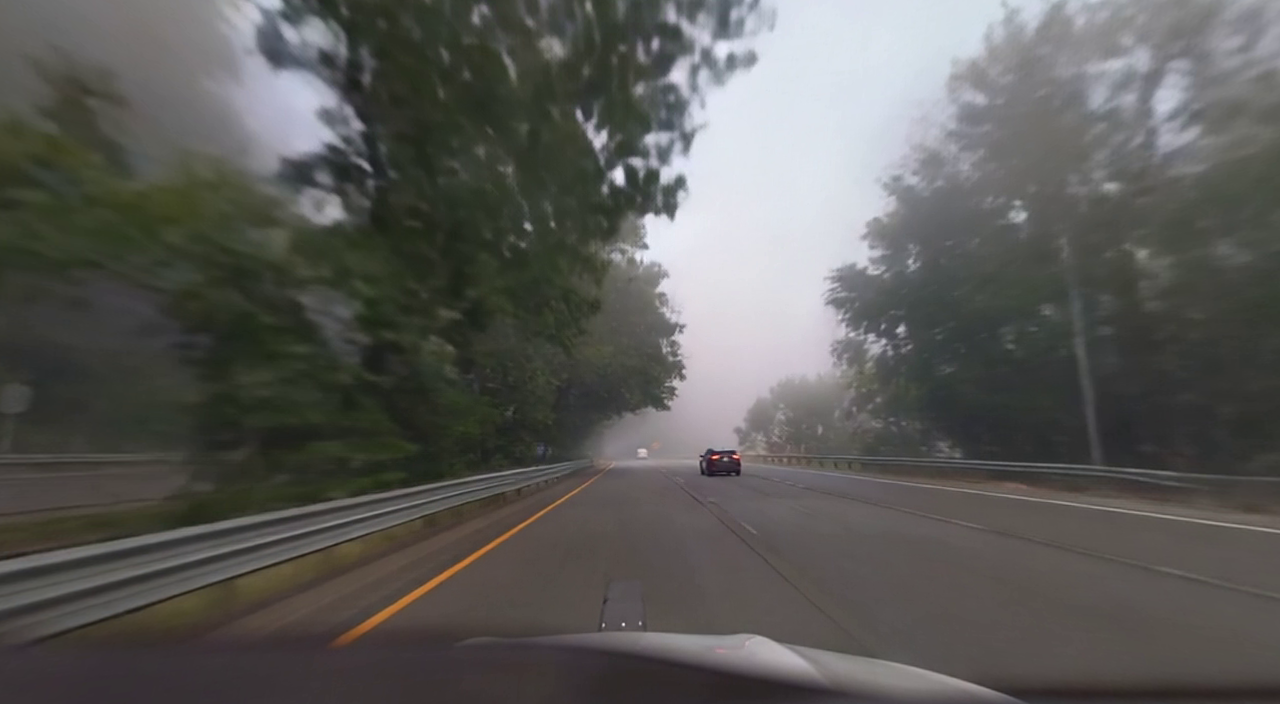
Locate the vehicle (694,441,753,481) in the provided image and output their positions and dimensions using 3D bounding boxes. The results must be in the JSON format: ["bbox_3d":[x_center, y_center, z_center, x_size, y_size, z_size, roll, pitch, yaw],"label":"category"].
[{"bbox_3d":[3.693,4.903,28.693,1.933,1.663,4.440,0,-9,-2],"label":"vehicle"}]
